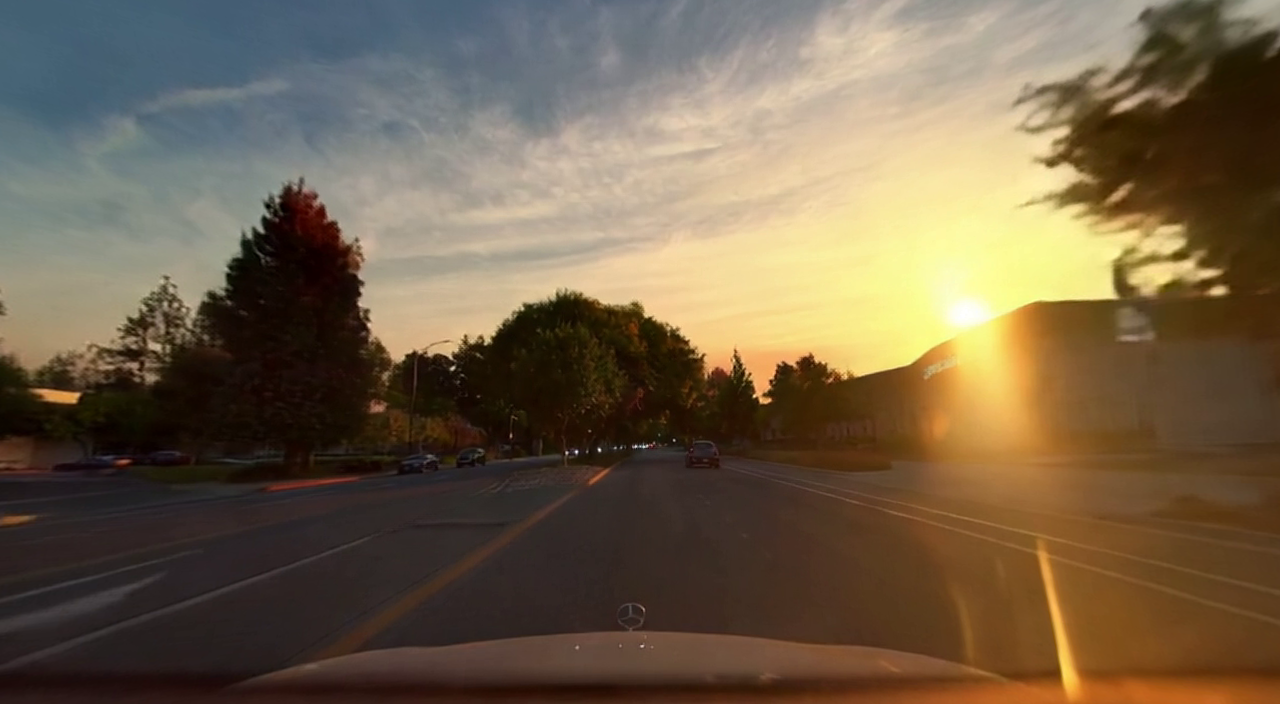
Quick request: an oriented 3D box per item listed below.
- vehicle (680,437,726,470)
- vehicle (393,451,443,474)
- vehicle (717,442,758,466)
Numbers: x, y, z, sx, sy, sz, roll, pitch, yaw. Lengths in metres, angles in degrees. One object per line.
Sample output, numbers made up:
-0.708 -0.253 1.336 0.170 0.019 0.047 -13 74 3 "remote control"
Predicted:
3.544 5.783 36.189 2.143 1.759 4.378 0 -9 -1 "vehicle"
-16.296 8.106 46.535 2.009 1.540 4.849 0 -9 0 "vehicle"
6.628 7.008 43.423 2.100 1.491 4.563 0 -9 0 "vehicle"
